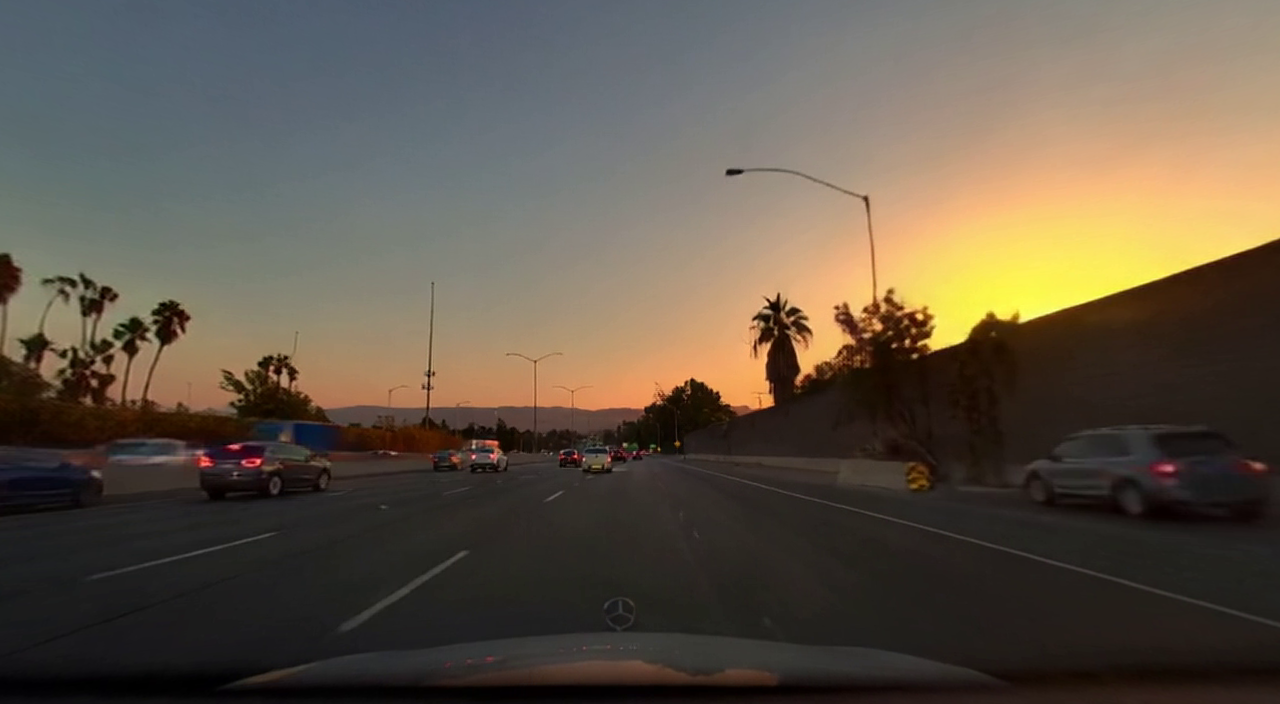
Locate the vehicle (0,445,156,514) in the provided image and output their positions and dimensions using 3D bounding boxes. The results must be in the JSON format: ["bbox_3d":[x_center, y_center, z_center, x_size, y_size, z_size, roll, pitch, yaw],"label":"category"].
[{"bbox_3d":[-16.209,3.456,17.661,1.836,1.662,4.317,0,-9,1],"label":"vehicle"}]

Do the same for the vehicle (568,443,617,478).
[{"bbox_3d":[-2.412,5.619,32.879,2.201,1.672,4.128,0,-9,0],"label":"vehicle"}]

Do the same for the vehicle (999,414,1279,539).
[{"bbox_3d":[10.378,2.463,13.265,2.302,2.014,5.925,0,-9,1],"label":"vehicle"}]

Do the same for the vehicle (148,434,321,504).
[{"bbox_3d":[-12.193,3.527,19.543,1.986,1.875,4.902,0,-9,1],"label":"vehicle"}]

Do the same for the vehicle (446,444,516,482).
[{"bbox_3d":[-7.671,5.403,31.053,2.204,1.677,4.438,0,-9,1],"label":"vehicle"}]
